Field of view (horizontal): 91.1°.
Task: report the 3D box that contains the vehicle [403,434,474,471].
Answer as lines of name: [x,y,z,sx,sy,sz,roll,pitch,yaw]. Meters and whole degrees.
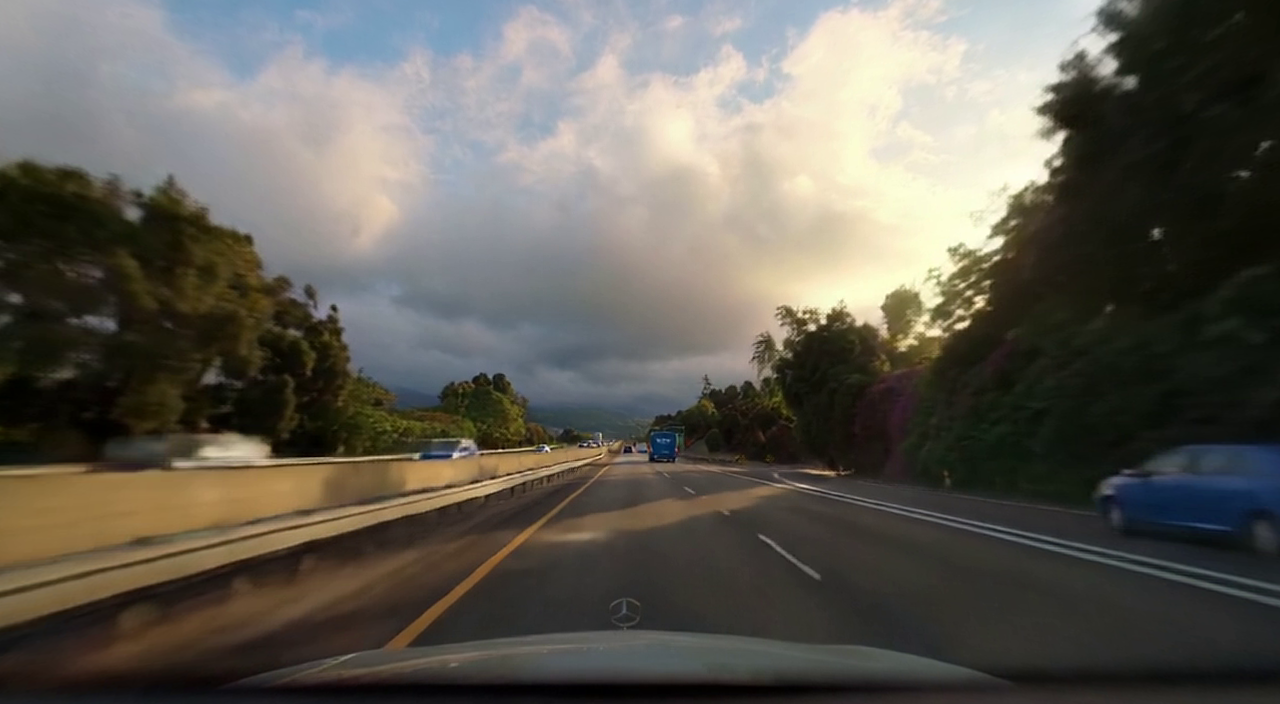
vehicle: [-8.727,4.412,27.557,1.835,1.514,3.837,0,-9,0]

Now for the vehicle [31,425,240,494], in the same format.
vehicle: [-12.685,2.759,16.245,1.965,1.531,4.110,0,-9,0]

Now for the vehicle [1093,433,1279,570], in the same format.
vehicle: [7.904,1.745,7.597,1.942,1.462,3.926,0,-9,1]
